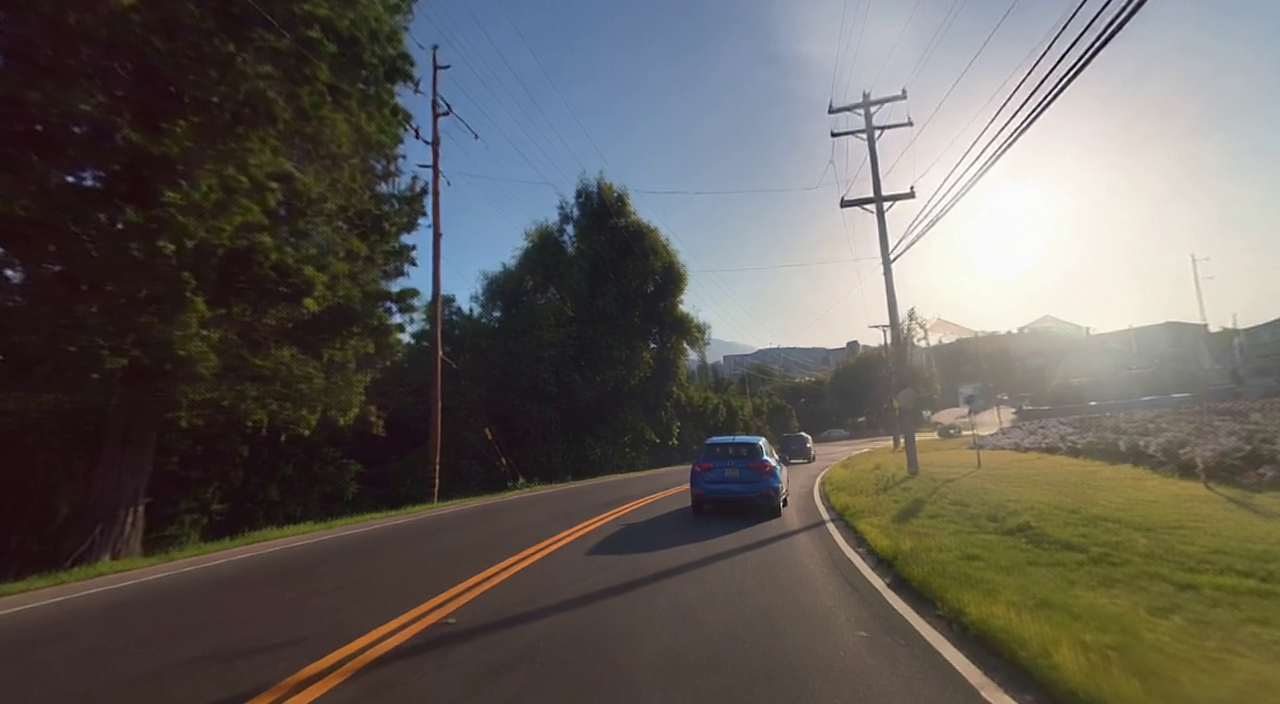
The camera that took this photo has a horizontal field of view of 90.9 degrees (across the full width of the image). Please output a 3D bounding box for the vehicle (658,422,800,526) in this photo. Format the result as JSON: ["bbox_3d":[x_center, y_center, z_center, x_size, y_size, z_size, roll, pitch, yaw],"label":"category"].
[{"bbox_3d":[1.868,2.198,11.928,2.157,1.565,4.243,-2,-9,15],"label":"vehicle"}]
